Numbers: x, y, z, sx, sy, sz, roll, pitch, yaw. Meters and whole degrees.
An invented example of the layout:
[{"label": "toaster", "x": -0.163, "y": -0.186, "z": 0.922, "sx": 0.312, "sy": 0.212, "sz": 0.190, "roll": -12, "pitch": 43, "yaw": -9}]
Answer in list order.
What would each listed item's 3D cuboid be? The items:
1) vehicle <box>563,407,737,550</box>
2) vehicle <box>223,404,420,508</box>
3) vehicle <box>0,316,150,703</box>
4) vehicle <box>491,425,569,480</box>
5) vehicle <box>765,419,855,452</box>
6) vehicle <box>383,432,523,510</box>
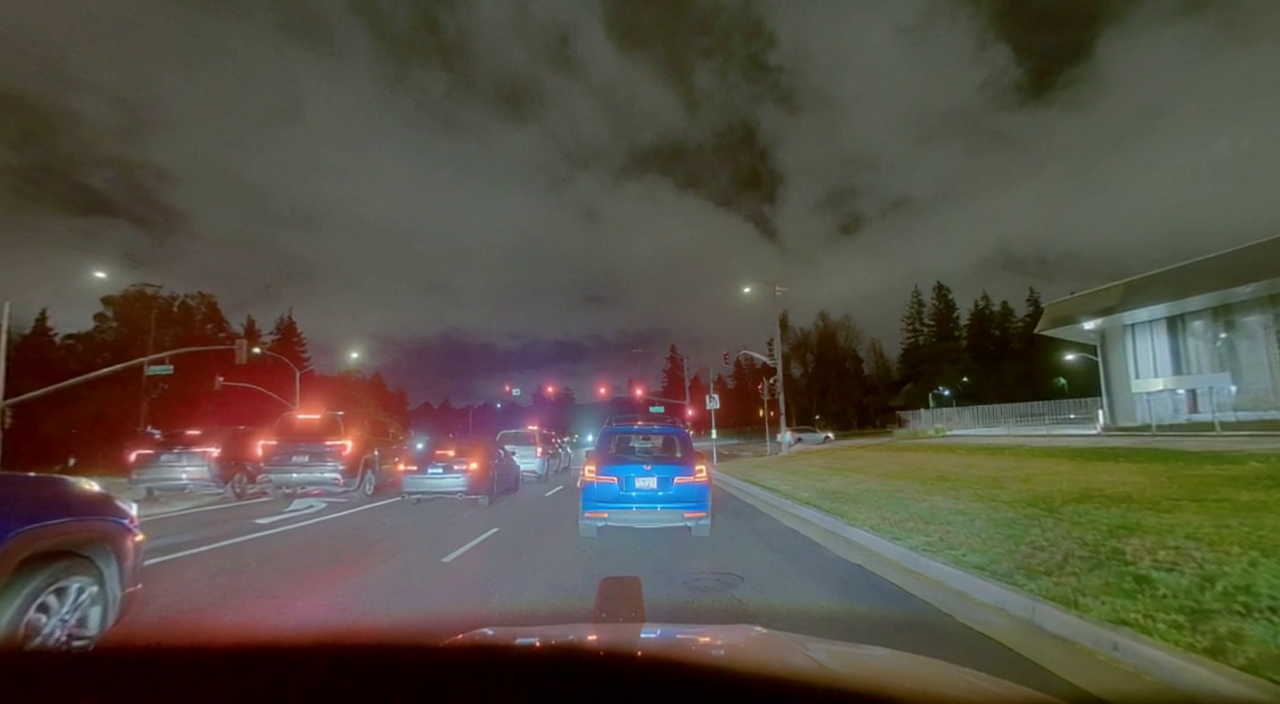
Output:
[{"label": "vehicle", "x": 0.101, "y": 1.828, "z": 9.709, "sx": 2.055, "sy": 1.681, "sz": 4.270, "roll": 0, "pitch": -9, "yaw": -1}, {"label": "vehicle", "x": -7.388, "y": 2.501, "z": 15.513, "sx": 2.195, "sy": 2.093, "sz": 5.185, "roll": 0, "pitch": -9, "yaw": -1}, {"label": "vehicle", "x": -4.060, "y": 0.552, "z": 1.264, "sx": 2.088, "sy": 1.947, "sz": 5.119, "roll": 0, "pitch": -9, "yaw": -1}, {"label": "vehicle", "x": -3.909, "y": 3.684, "z": 23.322, "sx": 2.043, "sy": 1.813, "sz": 4.549, "roll": 0, "pitch": -9, "yaw": 0}, {"label": "vehicle", "x": 10.709, "y": 5.326, "z": 40.075, "sx": 5.152, "sy": 2.001, "sz": 2.060, "roll": -1, "pitch": -9, "yaw": 4}, {"label": "vehicle", "x": -4.077, "y": 2.675, "z": 14.620, "sx": 1.942, "sy": 1.523, "sz": 4.212, "roll": 0, "pitch": -9, "yaw": 0}]
